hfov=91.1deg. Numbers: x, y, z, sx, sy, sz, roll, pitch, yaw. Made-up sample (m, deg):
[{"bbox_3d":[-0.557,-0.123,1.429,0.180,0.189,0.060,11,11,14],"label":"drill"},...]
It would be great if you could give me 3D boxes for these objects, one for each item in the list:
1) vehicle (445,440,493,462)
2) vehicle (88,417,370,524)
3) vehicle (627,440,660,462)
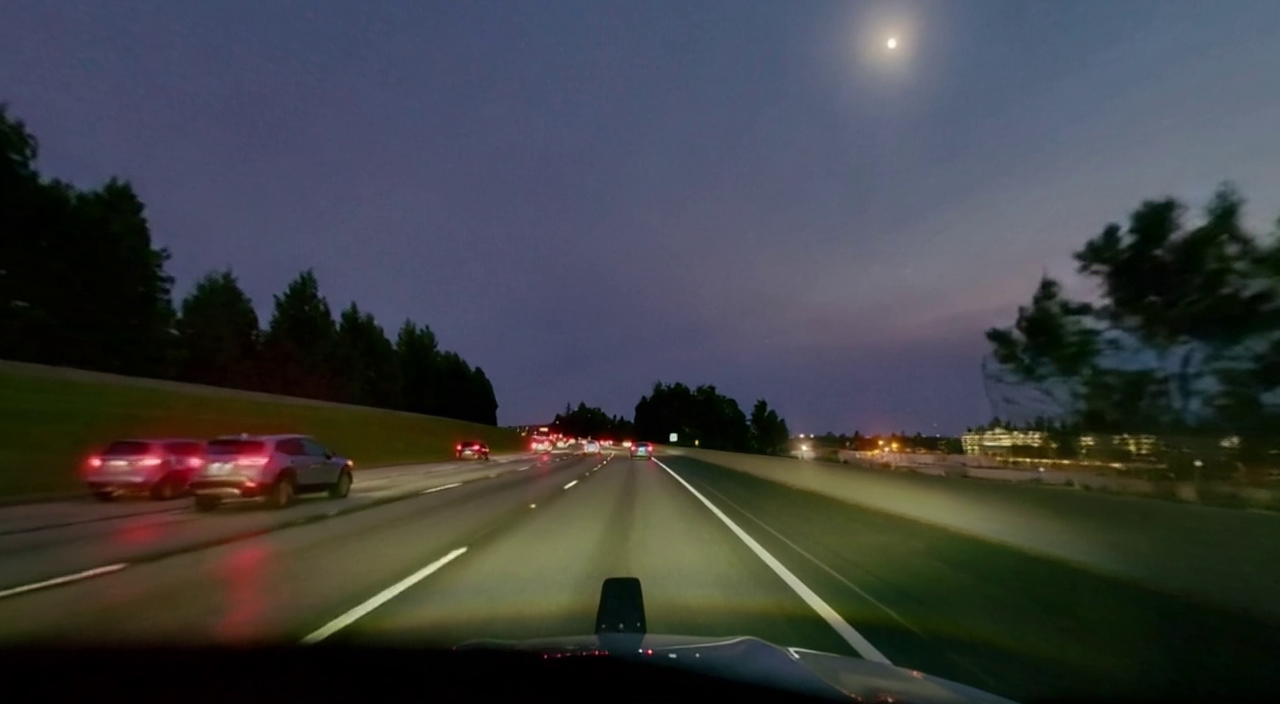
[{"bbox_3d":[-11.992,6.960,44.246,2.056,1.489,4.852,0,-8,-1],"label":"vehicle"},{"bbox_3d":[-7.729,2.269,12.679,2.238,1.712,5.000,0,-8,1],"label":"vehicle"},{"bbox_3d":[0.198,6.797,43.275,2.060,1.465,3.974,0,-8,-2],"label":"vehicle"}]
